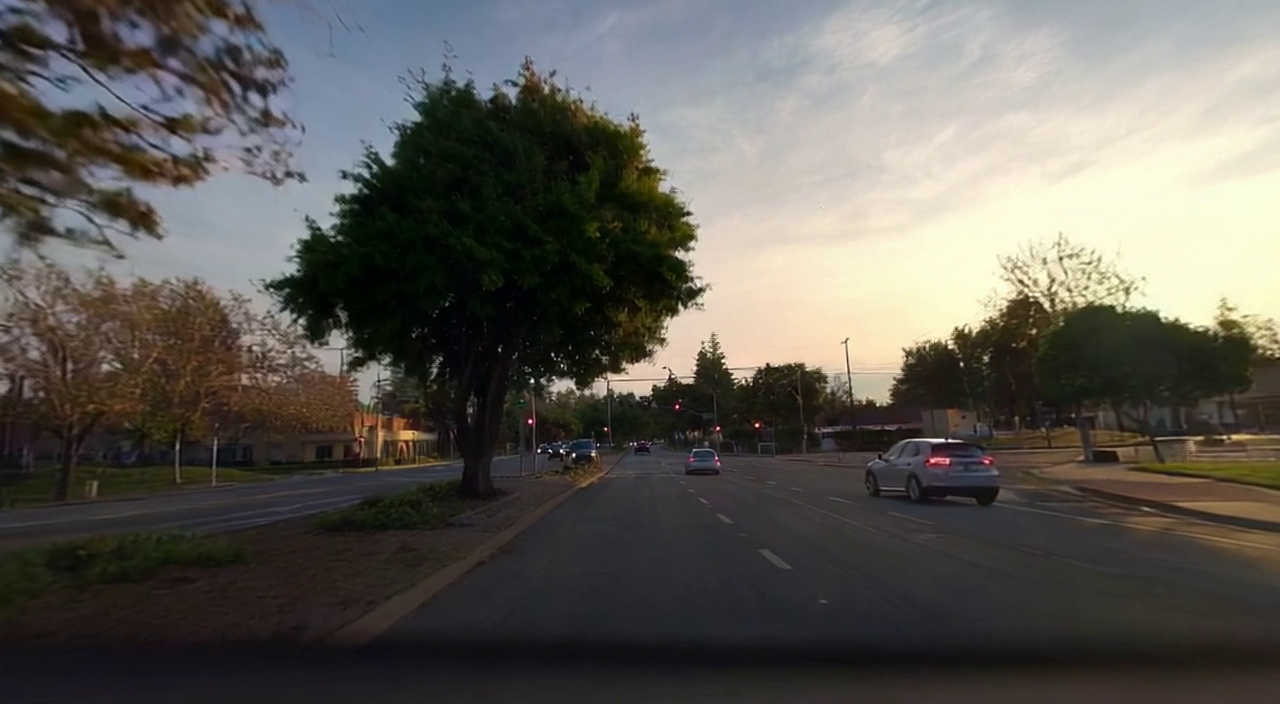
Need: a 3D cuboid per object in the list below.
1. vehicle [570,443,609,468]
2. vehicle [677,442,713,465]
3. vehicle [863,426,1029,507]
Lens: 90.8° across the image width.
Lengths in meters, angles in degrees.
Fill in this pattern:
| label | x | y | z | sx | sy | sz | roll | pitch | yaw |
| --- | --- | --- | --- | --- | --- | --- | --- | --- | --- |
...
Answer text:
| label | x | y | z | sx | sy | sz | roll | pitch | yaw |
| --- | --- | --- | --- | --- | --- | --- | --- | --- | --- |
| vehicle | -3.065 | 6.386 | 39.318 | 2.049 | 1.449 | 4.213 | 0 | -8 | 1 |
| vehicle | 3.652 | 6.858 | 42.894 | 2.029 | 1.442 | 4.054 | 0 | -8 | -1 |
| vehicle | 7.101 | 2.687 | 15.248 | 1.950 | 1.668 | 4.053 | 0 | -8 | 0 |
